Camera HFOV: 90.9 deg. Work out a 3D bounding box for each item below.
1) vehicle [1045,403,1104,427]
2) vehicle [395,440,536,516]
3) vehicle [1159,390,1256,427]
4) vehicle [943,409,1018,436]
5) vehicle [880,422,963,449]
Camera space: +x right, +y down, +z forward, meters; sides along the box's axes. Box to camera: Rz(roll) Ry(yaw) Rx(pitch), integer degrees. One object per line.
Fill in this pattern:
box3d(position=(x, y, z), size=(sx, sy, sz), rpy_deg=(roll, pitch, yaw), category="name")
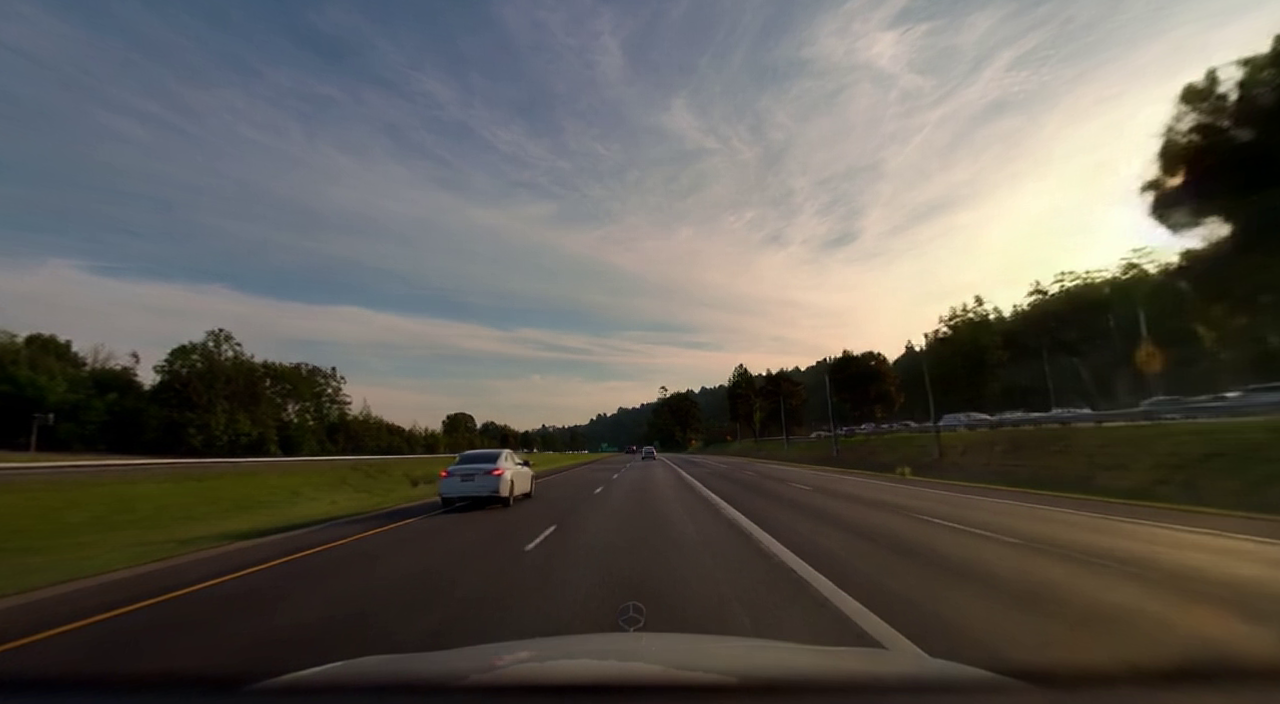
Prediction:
box3d(position=(32.740, 4.771, 47.457), size=(4.116, 1.647, 1.920), rpy_deg=(5, -10, -30), category="vehicle")
box3d(position=(-3.930, 2.915, 15.127), size=(2.021, 1.526, 4.385), rpy_deg=(0, -9, 2), category="vehicle")
box3d(position=(33.371, 3.363, 37.011), size=(5.668, 1.817, 2.102), rpy_deg=(5, -12, -27), category="vehicle")
box3d(position=(21.072, 4.411, 39.050), size=(3.860, 1.519, 1.697), rpy_deg=(-6, -10, 33), category="vehicle")
box3d(position=(19.133, 5.746, 42.938), size=(4.728, 1.706, 1.975), rpy_deg=(-7, -11, 37), category="vehicle")
